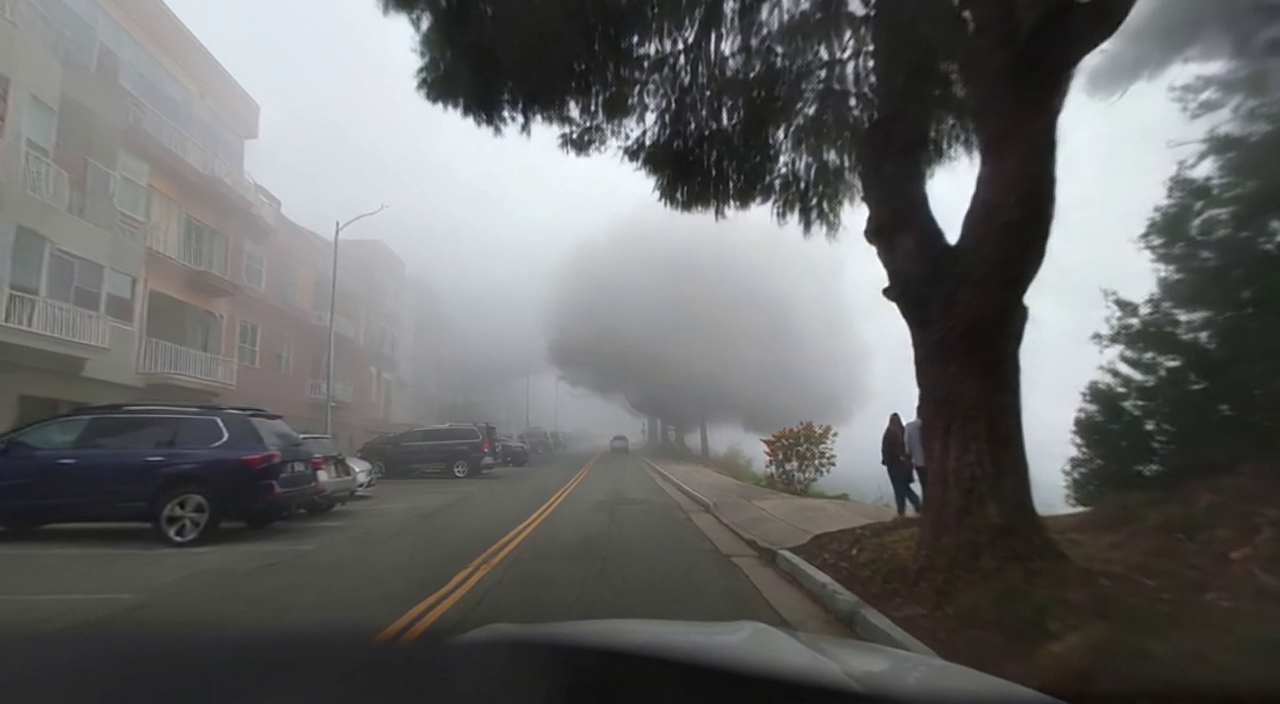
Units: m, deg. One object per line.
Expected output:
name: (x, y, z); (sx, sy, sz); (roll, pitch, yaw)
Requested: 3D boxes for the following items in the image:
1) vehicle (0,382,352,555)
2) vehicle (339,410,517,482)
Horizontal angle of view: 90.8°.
vehicle: (-7.606, 1.604, 9.010); (5.824, 2.125, 2.233); (1, -9, -4)
vehicle: (-7.554, 3.428, 23.143); (5.592, 2.439, 2.515); (0, -9, -2)
